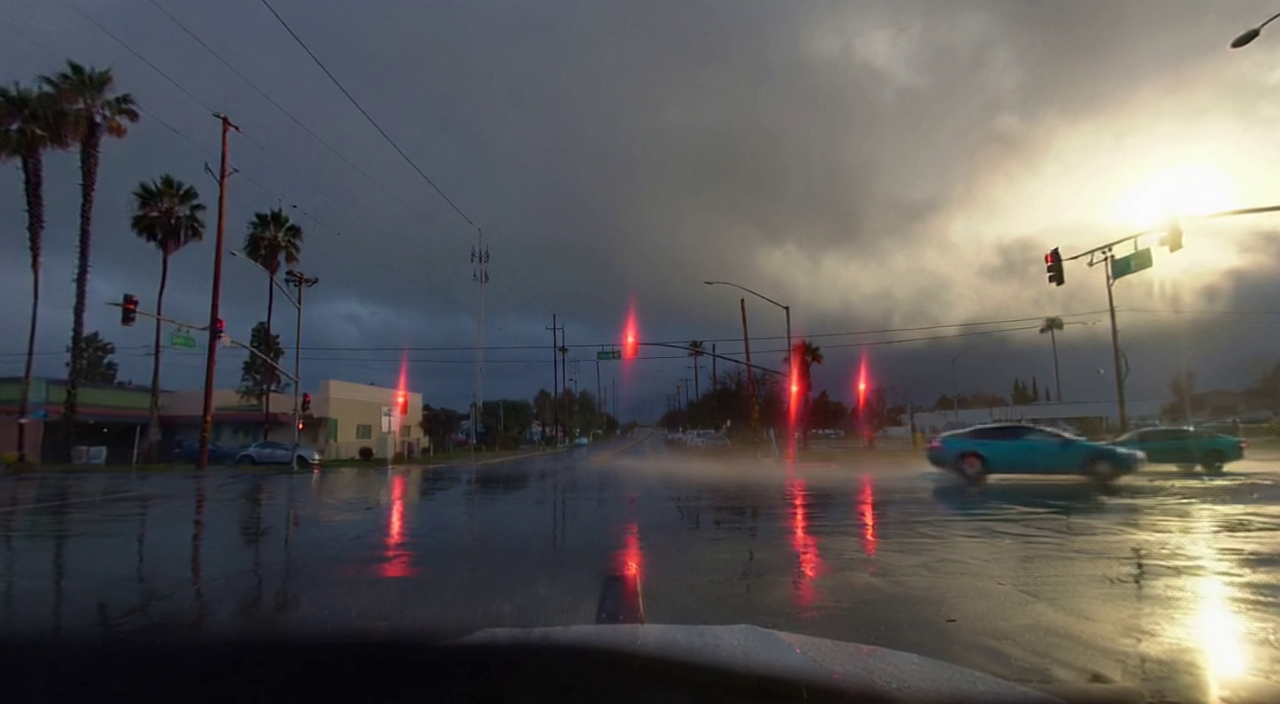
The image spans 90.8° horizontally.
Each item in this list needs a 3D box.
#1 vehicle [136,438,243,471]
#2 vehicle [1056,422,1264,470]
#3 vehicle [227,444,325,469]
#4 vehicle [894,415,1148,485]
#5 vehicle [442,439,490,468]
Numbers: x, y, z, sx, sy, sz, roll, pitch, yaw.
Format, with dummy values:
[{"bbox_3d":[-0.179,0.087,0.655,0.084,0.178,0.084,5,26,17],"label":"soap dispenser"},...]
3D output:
[{"bbox_3d":[-25.930,5.922,36.448,4.613,1.820,2.021,-1,-9,3],"label":"vehicle"},{"bbox_3d":[16.941,3.093,20.846,4.918,1.479,1.897,-1,-9,8],"label":"vehicle"},{"bbox_3d":[-22.330,6.425,38.843,4.849,1.444,1.881,0,-8,1],"label":"vehicle"},{"bbox_3d":[9.406,2.468,15.963,5.094,1.490,2.223,-6,-10,34],"label":"vehicle"},{"bbox_3d":[-11.989,6.989,43.787,2.016,1.717,4.287,0,-6,1],"label":"vehicle"}]
